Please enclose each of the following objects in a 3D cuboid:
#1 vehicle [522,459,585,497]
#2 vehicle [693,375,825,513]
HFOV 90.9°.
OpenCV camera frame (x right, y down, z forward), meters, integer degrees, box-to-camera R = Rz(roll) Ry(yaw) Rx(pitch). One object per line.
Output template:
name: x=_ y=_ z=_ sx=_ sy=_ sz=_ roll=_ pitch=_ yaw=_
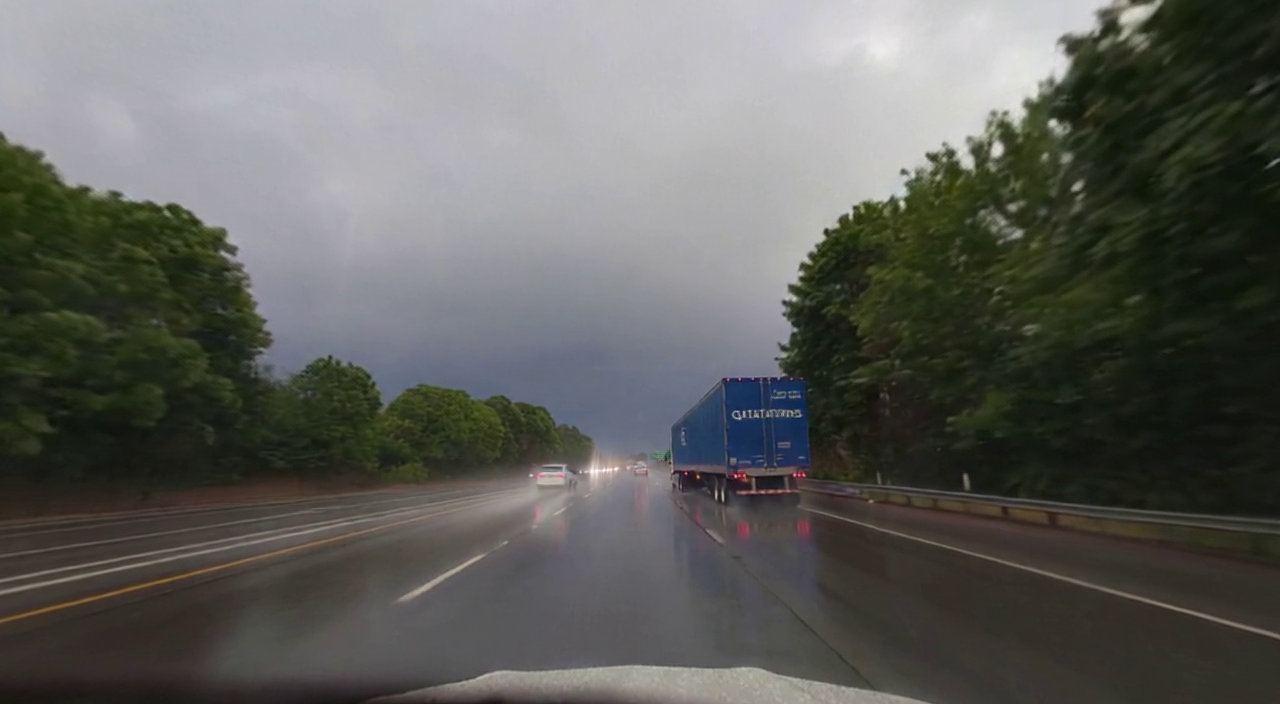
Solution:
vehicle: x=-3.960 y=5.906 z=29.717 sx=2.180 sy=1.556 sz=4.895 roll=0 pitch=-11 yaw=1
vehicle: x=3.948 y=3.678 z=24.042 sx=2.871 sy=4.032 sz=10.642 roll=1 pitch=-11 yaw=0
